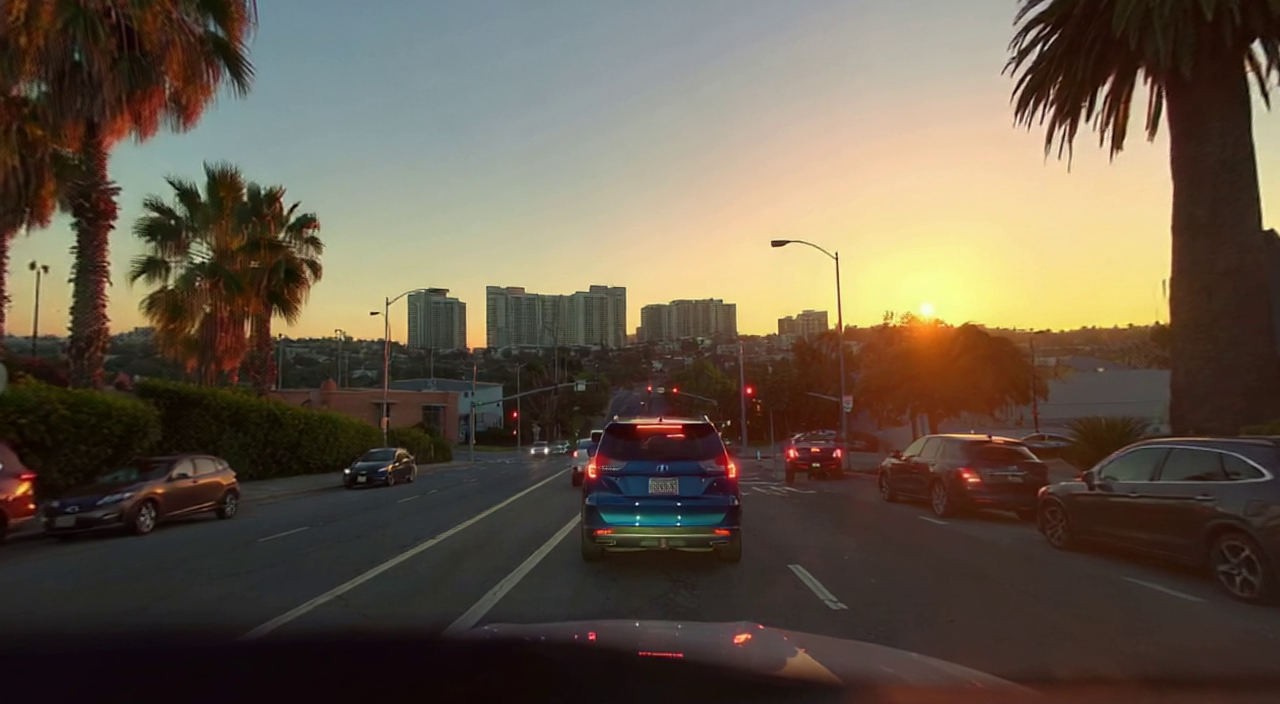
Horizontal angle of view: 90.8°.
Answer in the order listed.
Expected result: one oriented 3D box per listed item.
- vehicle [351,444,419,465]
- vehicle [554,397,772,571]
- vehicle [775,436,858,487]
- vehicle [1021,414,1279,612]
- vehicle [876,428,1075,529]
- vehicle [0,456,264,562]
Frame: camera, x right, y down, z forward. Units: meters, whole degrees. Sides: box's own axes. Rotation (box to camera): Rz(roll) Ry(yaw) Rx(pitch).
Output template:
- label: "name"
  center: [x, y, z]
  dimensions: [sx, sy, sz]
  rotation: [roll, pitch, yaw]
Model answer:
- label: "vehicle"
  center: [-18.763, 7.573, 46.658]
  dimensions: [1.759, 1.457, 4.297]
  rotation: [-7, -11, 38]
- label: "vehicle"
  center: [0.265, 1.691, 8.792]
  dimensions: [2.264, 1.798, 4.258]
  rotation: [0, -8, 1]
- label: "vehicle"
  center: [6.506, 4.070, 23.758]
  dimensions: [1.948, 1.729, 4.023]
  rotation: [0, -8, 0]
- label: "vehicle"
  center: [6.441, 1.599, 6.927]
  dimensions: [1.935, 1.672, 4.139]
  rotation: [0, -8, 1]
- label: "vehicle"
  center: [6.669, 2.525, 13.245]
  dimensions: [1.930, 1.736, 4.329]
  rotation: [-1, -8, 3]
- label: "vehicle"
  center: [-9.583, 2.807, 11.978]
  dimensions: [2.054, 1.467, 4.595]
  rotation: [-3, -9, 1]
